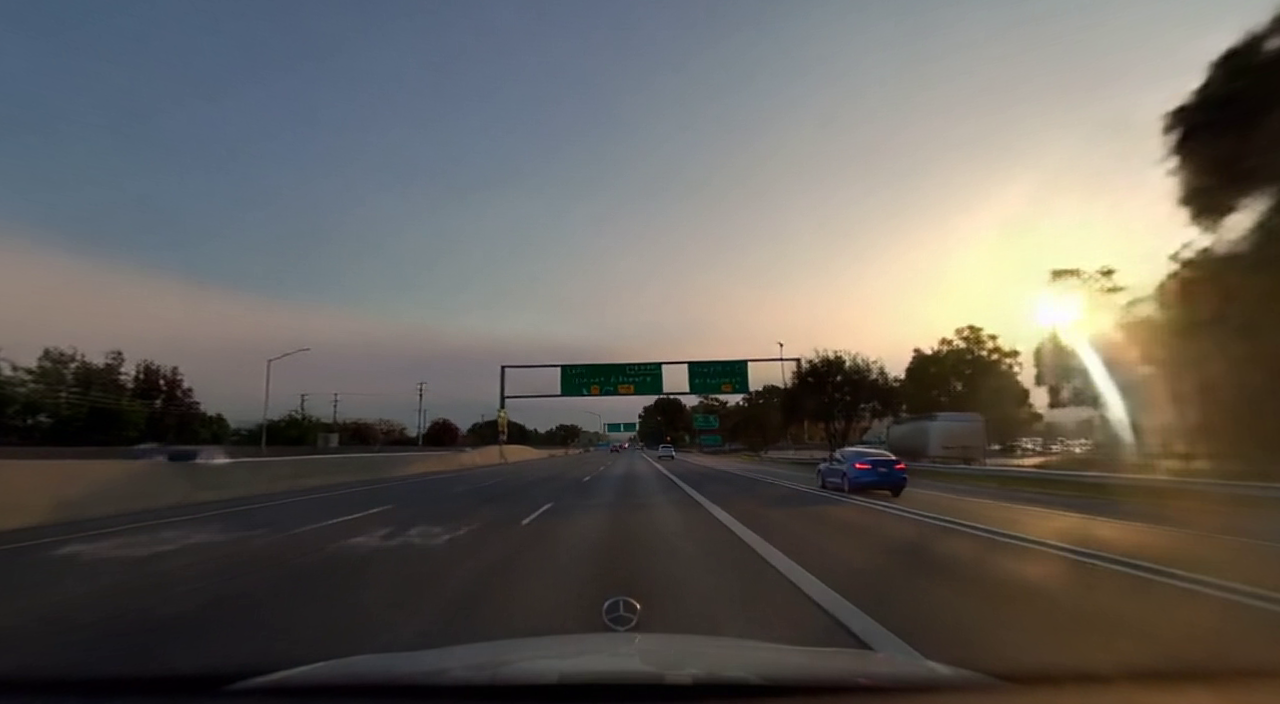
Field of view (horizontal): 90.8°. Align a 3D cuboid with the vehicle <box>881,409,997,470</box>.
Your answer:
[{"bbox_3d":[20.640,6.241,44.700,2.841,3.731,10.555,0,-9,-1],"label":"vehicle"}]

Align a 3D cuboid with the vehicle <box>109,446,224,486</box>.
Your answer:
[{"bbox_3d":[-22.840,5.472,30.760,1.961,1.692,4.636,0,-8,1],"label":"vehicle"}]

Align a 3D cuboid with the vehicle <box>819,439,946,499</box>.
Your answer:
[{"bbox_3d":[6.922,3.340,18.639,1.958,1.498,4.447,1,-8,-1],"label":"vehicle"}]
